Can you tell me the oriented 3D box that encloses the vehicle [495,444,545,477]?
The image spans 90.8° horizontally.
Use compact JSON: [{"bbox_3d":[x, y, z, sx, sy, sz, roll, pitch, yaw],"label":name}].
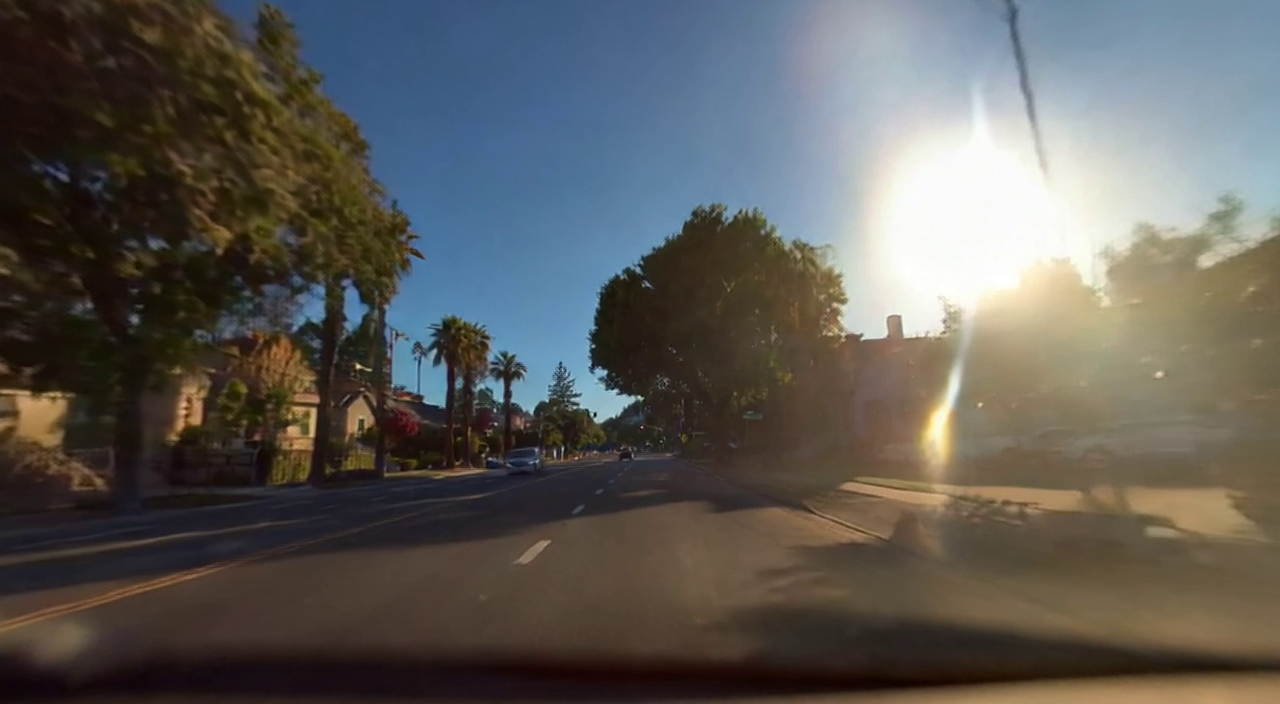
[{"bbox_3d":[-7.024,6.374,37.453,1.992,1.802,4.602,0,-8,1],"label":"vehicle"}]
